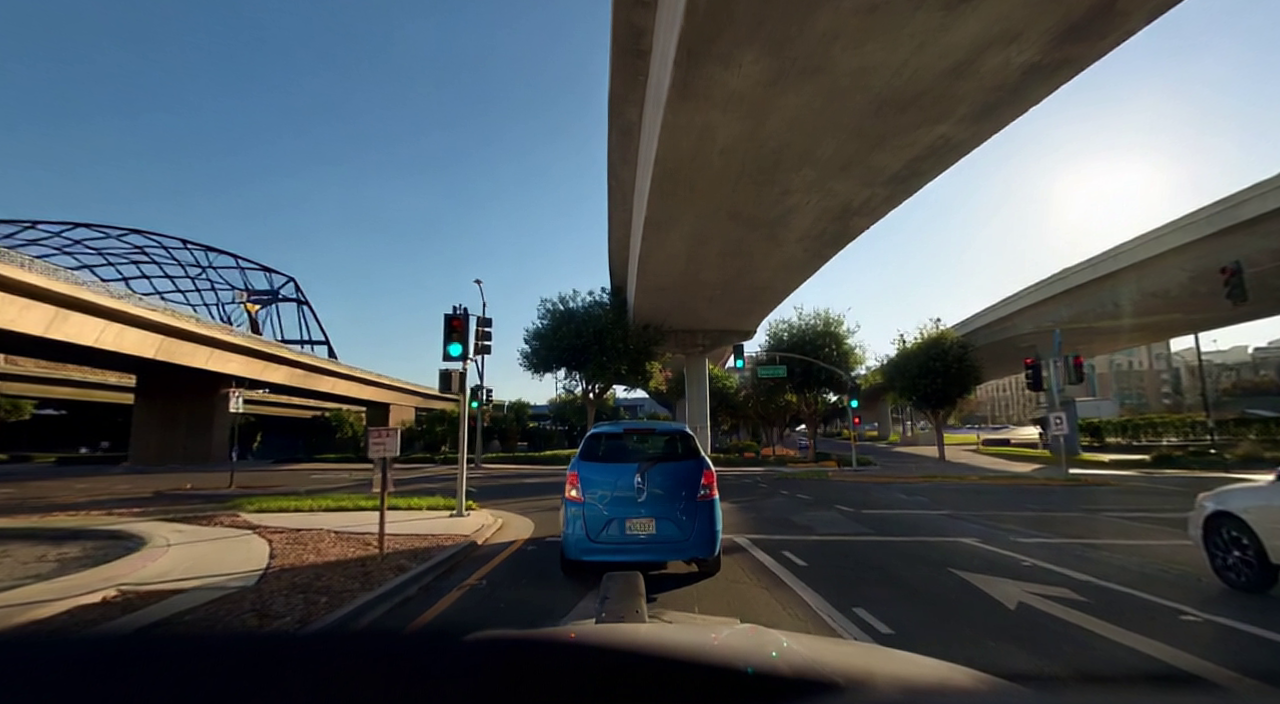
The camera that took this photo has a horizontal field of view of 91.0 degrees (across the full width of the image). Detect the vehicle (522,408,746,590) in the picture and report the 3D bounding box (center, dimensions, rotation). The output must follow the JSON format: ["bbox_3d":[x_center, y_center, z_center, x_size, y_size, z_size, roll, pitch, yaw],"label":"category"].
[{"bbox_3d":[-0.046,1.589,7.525,1.976,1.584,3.772,0,-9,0],"label":"vehicle"}]

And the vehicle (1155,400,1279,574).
[{"bbox_3d":[7.598,1.268,5.642,2.055,1.776,4.646,0,-9,1],"label":"vehicle"}]
